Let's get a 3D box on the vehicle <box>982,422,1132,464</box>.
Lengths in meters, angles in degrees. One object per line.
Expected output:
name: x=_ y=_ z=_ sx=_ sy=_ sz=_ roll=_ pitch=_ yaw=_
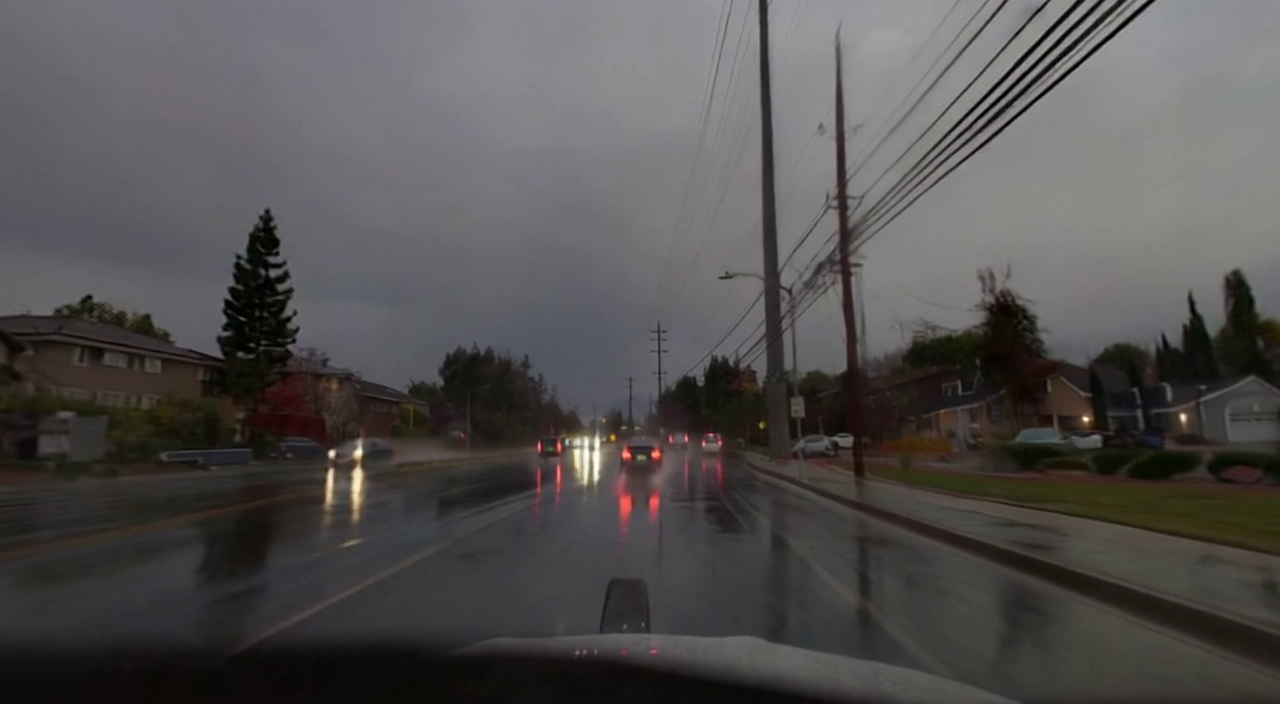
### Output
vehicle: x=17.429 y=3.850 z=26.591 sx=4.751 sy=1.661 sz=2.022 roll=-2 pitch=-9 yaw=12

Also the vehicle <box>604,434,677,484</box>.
vehicle: x=0.120 y=3.487 z=20.866 sx=2.117 sy=1.474 sz=4.036 roll=-1 pitch=-8 yaw=4

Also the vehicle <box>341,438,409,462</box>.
vehicle: x=-16.944 y=6.293 z=40.583 sx=1.893 sy=1.494 sz=4.752 roll=-1 pitch=-8 yaw=5

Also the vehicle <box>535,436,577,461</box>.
vehicle: x=-5.216 y=6.068 z=39.671 sx=1.983 sy=1.485 sz=4.159 roll=0 pitch=-8 yaw=2

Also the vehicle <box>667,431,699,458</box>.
vehicle: x=3.392 y=7.146 z=48.728 sx=2.158 sy=1.939 sz=4.935 roll=-1 pitch=-8 yaw=8
